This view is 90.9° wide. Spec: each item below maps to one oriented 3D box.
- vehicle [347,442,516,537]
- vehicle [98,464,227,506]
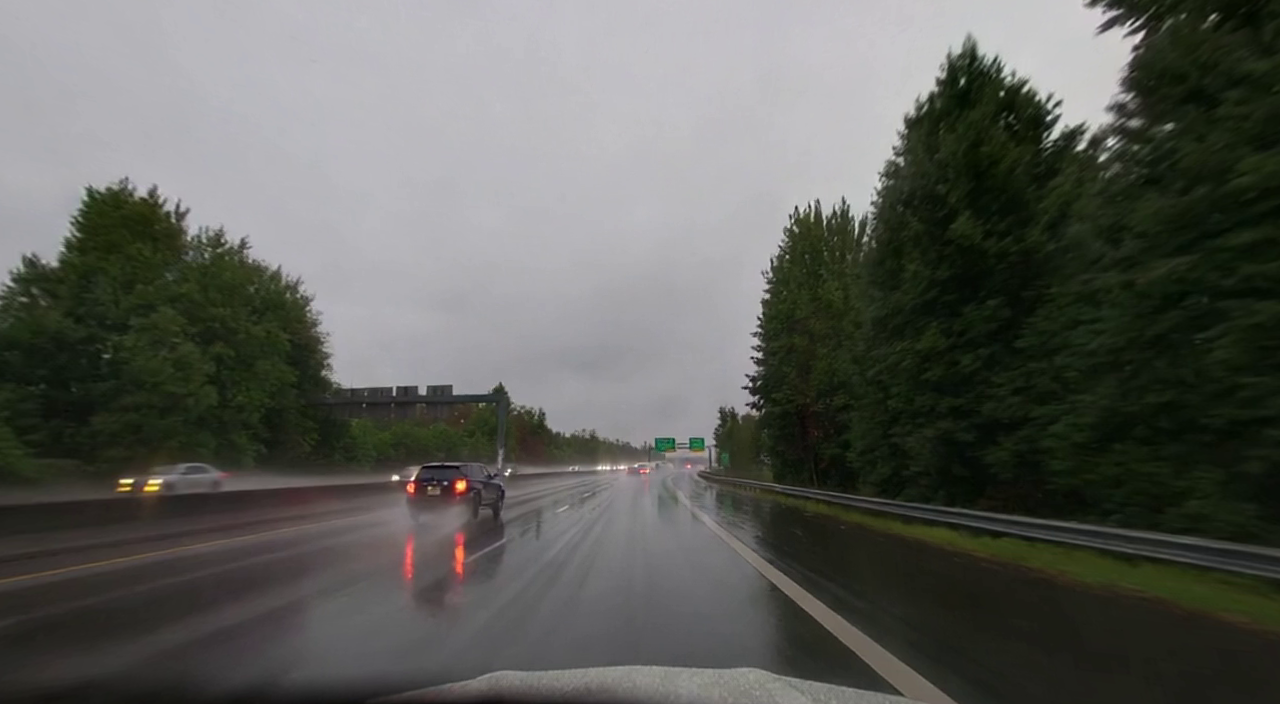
[{"bbox_3d":[-4.063,2.775,13.083,2.000,1.594,3.996,1,-10,2],"label":"vehicle"},{"bbox_3d":[-18.381,5.119,24.494,1.801,1.460,3.905,1,-10,2],"label":"vehicle"}]
